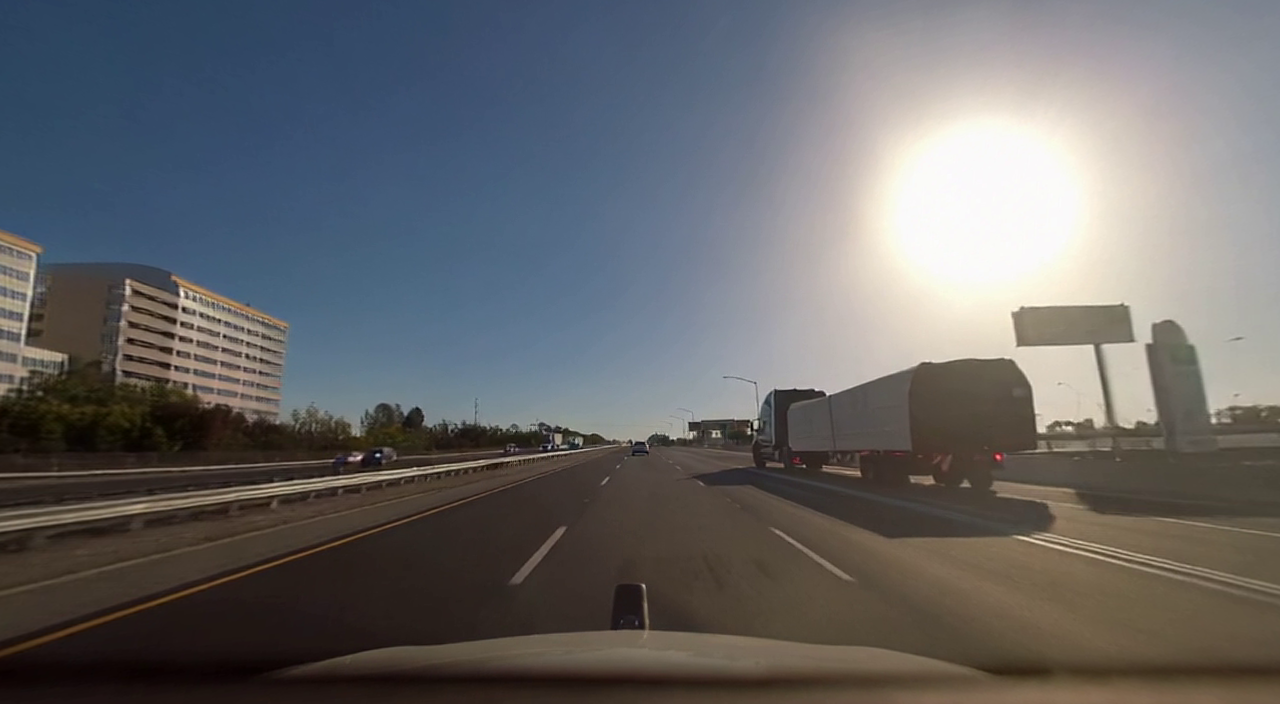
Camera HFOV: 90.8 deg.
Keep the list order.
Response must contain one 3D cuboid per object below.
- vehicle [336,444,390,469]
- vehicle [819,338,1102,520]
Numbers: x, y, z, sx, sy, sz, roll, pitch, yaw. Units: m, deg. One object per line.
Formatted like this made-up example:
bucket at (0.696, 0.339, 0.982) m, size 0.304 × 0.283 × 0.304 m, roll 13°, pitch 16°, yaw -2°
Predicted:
vehicle at (-21.748, 8.207, 49.747) m, size 1.999 × 1.810 × 4.804 m, roll 0°, pitch -8°, yaw 1°
vehicle at (6.776, 1.919, 15.223) m, size 2.793 × 3.204 × 7.997 m, roll 0°, pitch -8°, yaw 2°
